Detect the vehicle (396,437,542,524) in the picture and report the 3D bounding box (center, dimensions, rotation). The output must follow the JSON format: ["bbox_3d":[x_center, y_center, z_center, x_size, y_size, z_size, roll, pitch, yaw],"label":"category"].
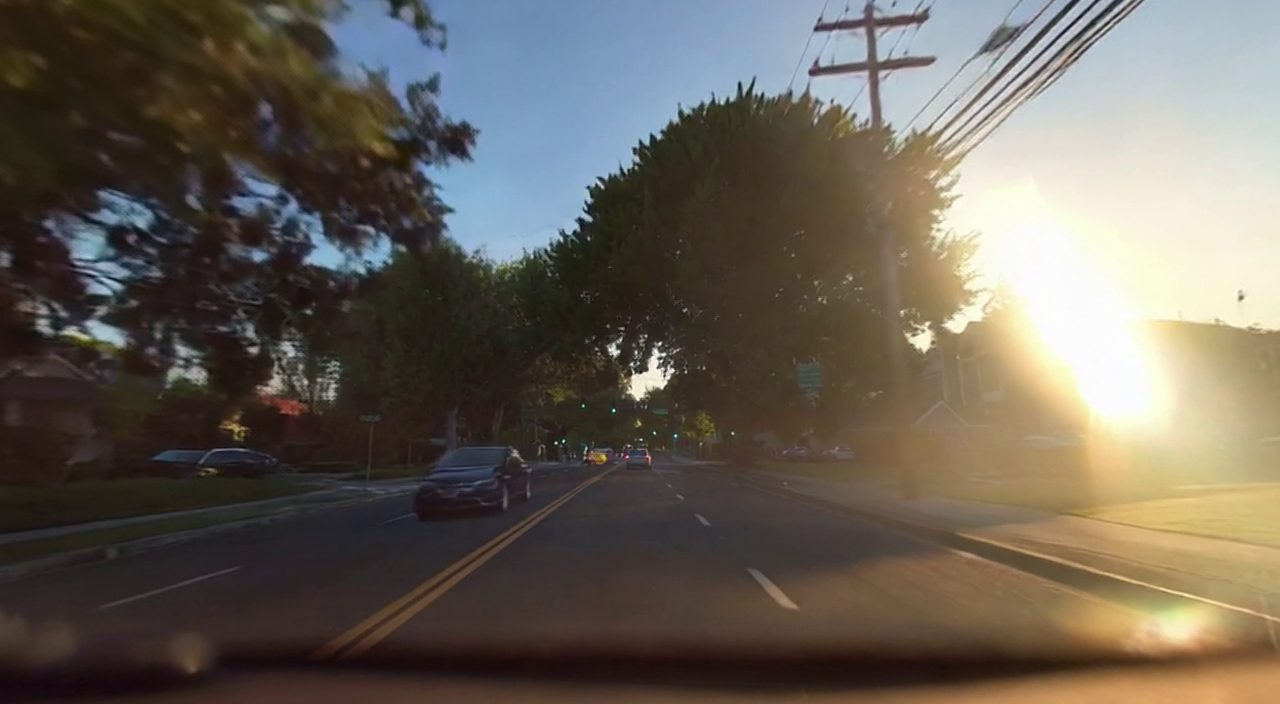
[{"bbox_3d":[-3.601,2.782,14.236,2.017,1.634,4.479,0,-8,0],"label":"vehicle"}]

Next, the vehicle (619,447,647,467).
[{"bbox_3d":[-0.544,8.059,48.447,2.093,1.497,4.010,0,-8,-1],"label":"vehicle"}]

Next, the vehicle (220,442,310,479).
[{"bbox_3d":[-20.040,5.752,33.594,4.611,1.837,2.140,-5,-10,32],"label":"vehicle"}]
